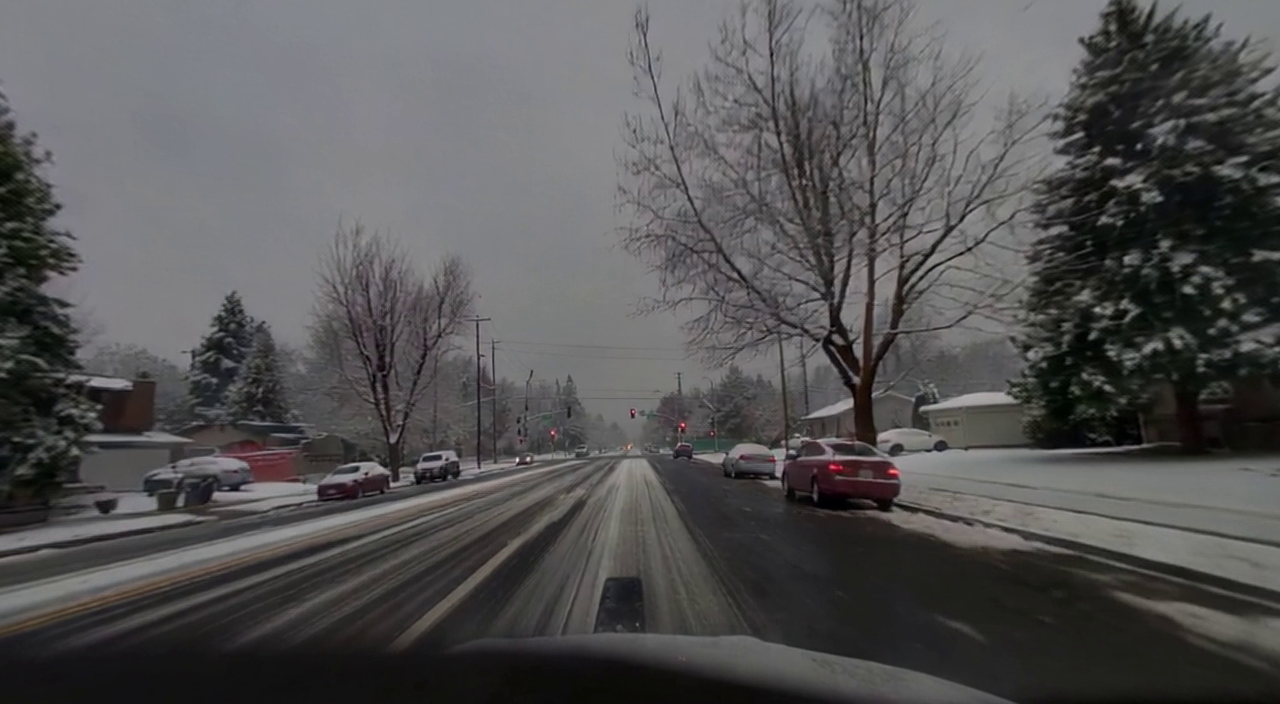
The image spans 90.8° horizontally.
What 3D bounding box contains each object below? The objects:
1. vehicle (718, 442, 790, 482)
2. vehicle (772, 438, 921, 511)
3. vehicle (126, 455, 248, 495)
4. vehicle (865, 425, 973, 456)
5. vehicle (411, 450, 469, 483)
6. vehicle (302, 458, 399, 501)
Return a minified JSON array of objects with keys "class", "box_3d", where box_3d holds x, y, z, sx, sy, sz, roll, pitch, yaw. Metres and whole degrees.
[{"class":"vehicle","box_3d":[4.457,4.385,25.402,2.063,1.444,4.217,0,-9,-1]},{"class":"vehicle","box_3d":[4.650,2.804,14.999,2.010,1.461,4.247,0,-9,-1]},{"class":"vehicle","box_3d":[-19.969,5.405,27.969,3.932,1.641,1.819,0,-9,-1]},{"class":"vehicle","box_3d":[14.402,4.596,32.774,4.660,1.546,1.916,0,-8,0]},{"class":"vehicle","box_3d":[-11.523,6.565,36.660,1.977,1.753,4.278,0,-8,0]},{"class":"vehicle","box_3d":[-11.477,5.051,25.363,1.867,1.471,4.139,0,-9,1]}]
